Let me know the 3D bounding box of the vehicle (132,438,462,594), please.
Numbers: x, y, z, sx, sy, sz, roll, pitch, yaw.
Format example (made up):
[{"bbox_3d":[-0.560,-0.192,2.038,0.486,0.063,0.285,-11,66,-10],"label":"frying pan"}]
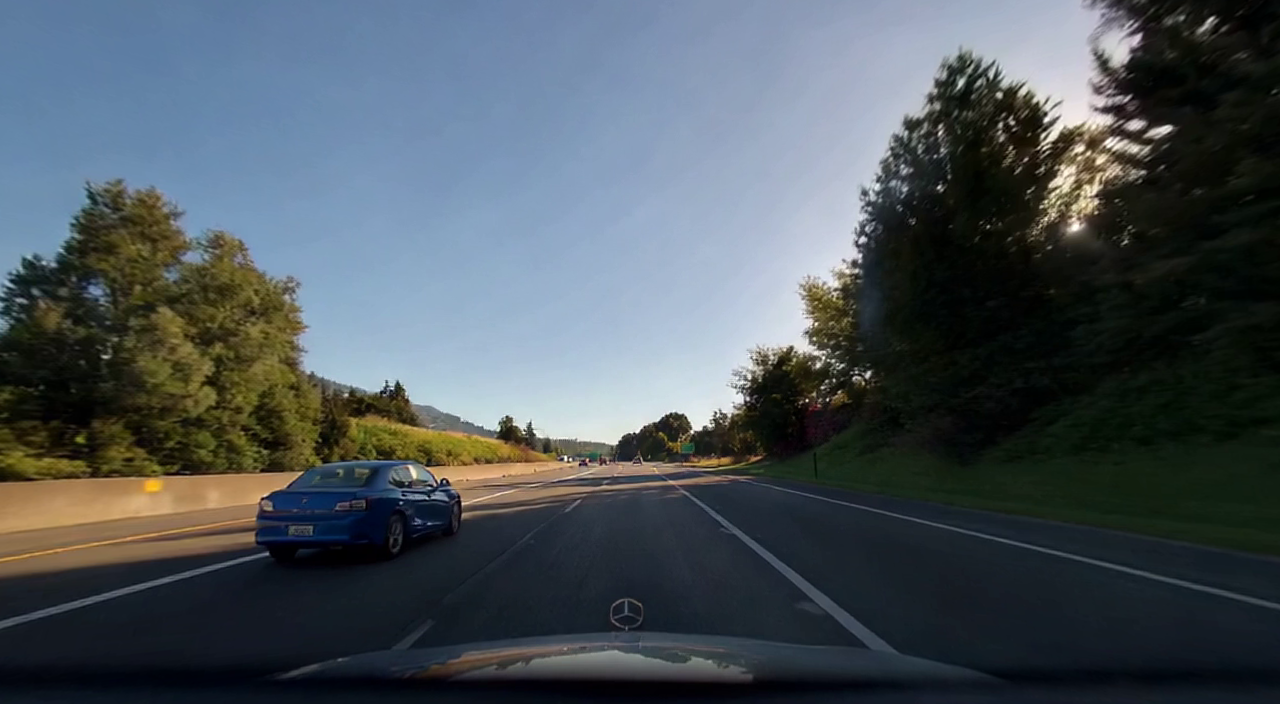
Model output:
[{"bbox_3d":[-4.001,1.956,8.326,2.121,1.537,3.852,0,-9,1],"label":"vehicle"}]
